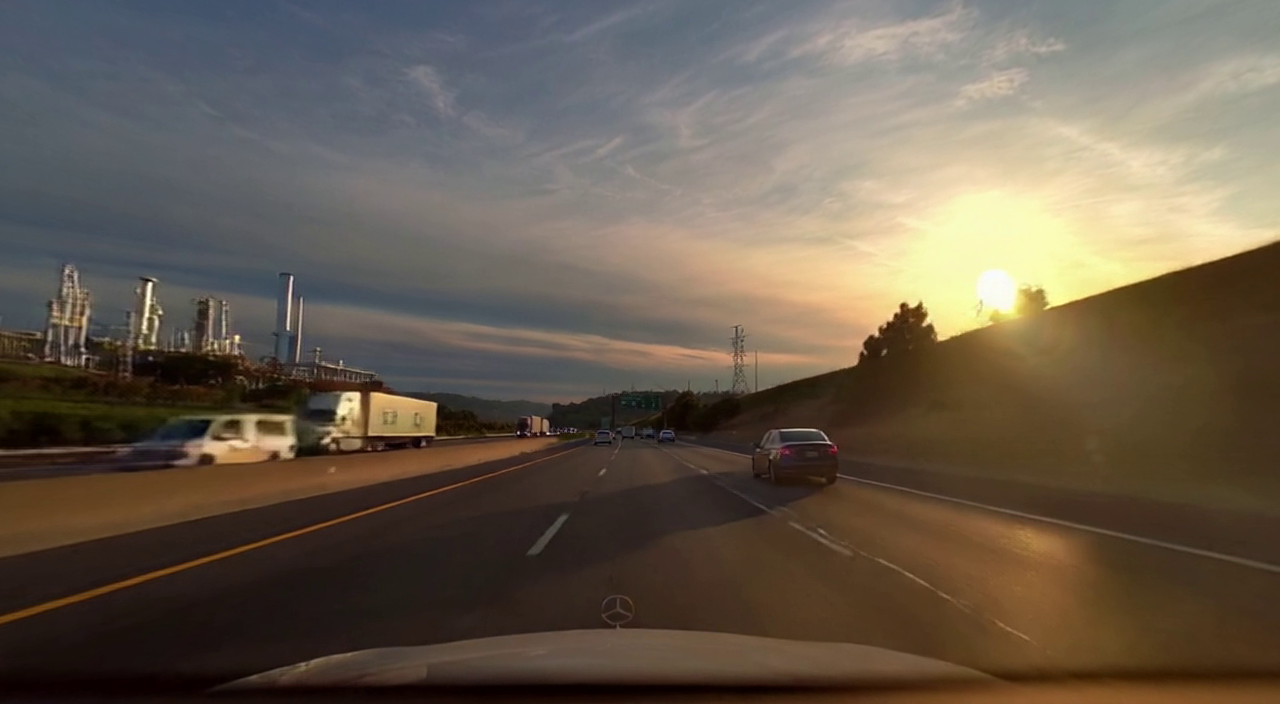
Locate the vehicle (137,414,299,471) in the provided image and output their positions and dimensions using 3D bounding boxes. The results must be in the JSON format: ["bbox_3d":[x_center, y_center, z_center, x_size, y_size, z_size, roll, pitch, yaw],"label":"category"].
[{"bbox_3d":[-12.396,2.700,18.928,2.014,1.527,4.172,0,-8,-1],"label":"vehicle"}]

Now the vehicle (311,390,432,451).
[{"bbox_3d":[-19.325,5.307,47.068,2.981,3.857,14.529,0,-8,-1],"label":"vehicle"}]

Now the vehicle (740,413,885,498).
[{"bbox_3d":[3.698,2.310,14.437,2.022,1.637,4.229,0,-8,-2],"label":"vehicle"}]
